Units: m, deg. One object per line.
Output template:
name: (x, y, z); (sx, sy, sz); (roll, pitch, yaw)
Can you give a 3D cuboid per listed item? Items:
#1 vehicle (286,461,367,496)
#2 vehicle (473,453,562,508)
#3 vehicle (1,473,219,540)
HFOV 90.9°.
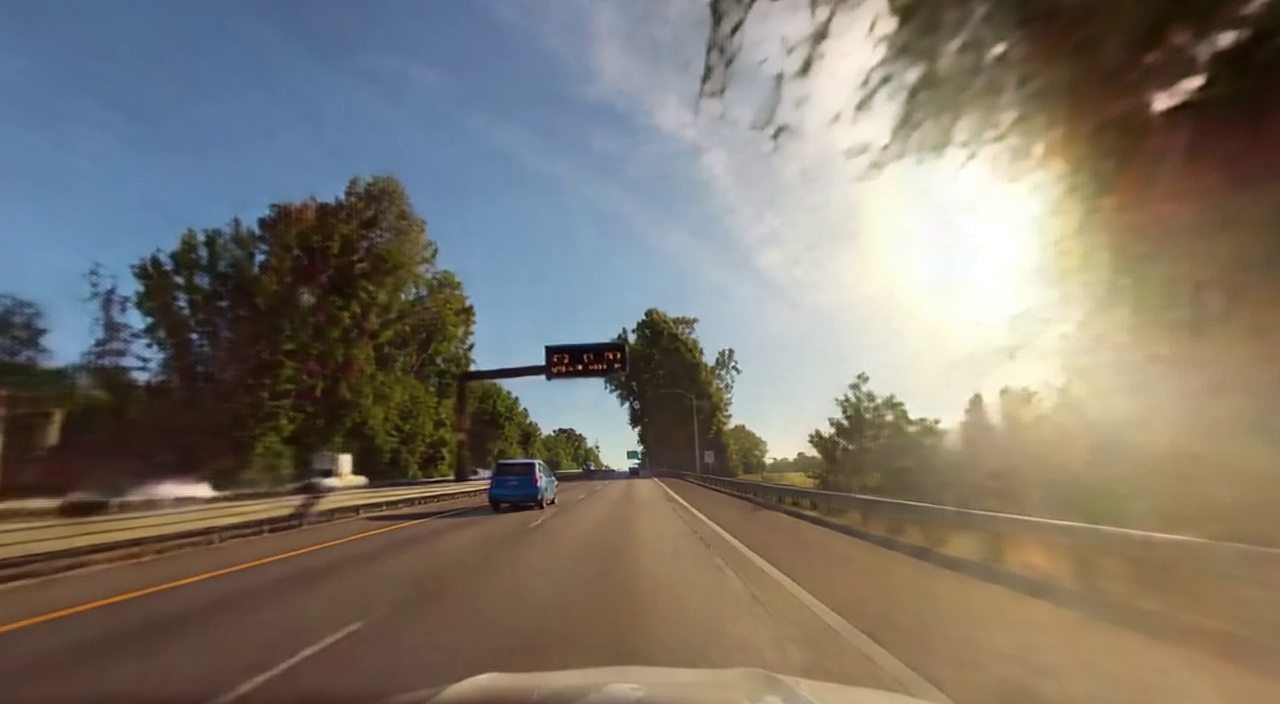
vehicle: (-17.788, 7.195, 36.098); (2.060, 1.831, 5.034); (1, -10, -1)
vehicle: (-3.890, 4.199, 20.817); (2.081, 1.586, 4.245); (0, -10, 0)
vehicle: (-13.474, 3.926, 16.496); (1.827, 1.436, 4.554); (1, -10, -2)
